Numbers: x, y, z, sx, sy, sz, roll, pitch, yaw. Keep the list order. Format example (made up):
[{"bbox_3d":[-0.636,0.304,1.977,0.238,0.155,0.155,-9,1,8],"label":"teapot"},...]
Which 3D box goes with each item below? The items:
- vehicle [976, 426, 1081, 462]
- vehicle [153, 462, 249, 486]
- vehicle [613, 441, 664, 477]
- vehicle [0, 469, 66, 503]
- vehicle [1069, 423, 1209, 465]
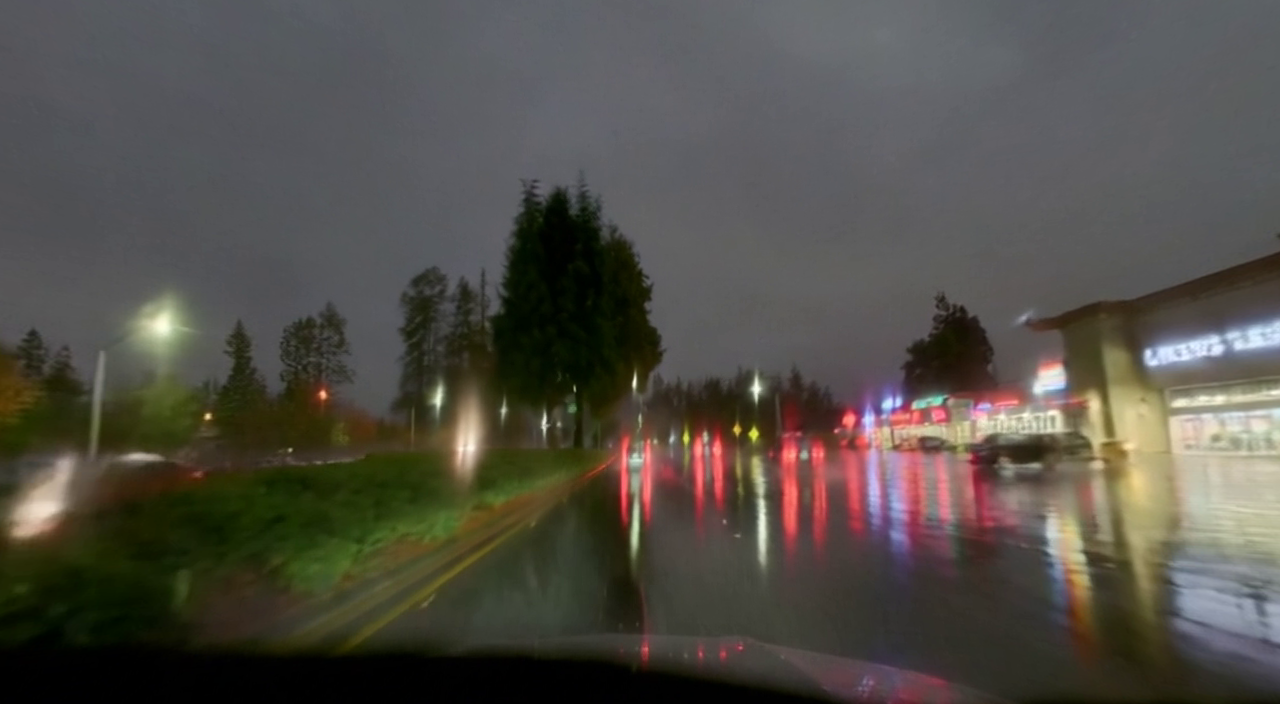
[{"bbox_3d":[21.498,5.147,35.195,2.015,1.821,4.696,2,-9,-17],"label":"vehicle"},{"bbox_3d":[-29.196,8.126,42.158,4.702,1.471,2.215,0,-9,-1],"label":"vehicle"},{"bbox_3d":[-0.089,4.729,28.157,2.126,1.475,3.967,0,-9,-1],"label":"vehicle"},{"bbox_3d":[-30.185,6.323,29.939,4.125,1.427,2.000,-1,-9,5],"label":"vehicle"},{"bbox_3d":[21.354,3.987,27.341,2.136,1.603,4.534,0,-9,-4],"label":"vehicle"}]
